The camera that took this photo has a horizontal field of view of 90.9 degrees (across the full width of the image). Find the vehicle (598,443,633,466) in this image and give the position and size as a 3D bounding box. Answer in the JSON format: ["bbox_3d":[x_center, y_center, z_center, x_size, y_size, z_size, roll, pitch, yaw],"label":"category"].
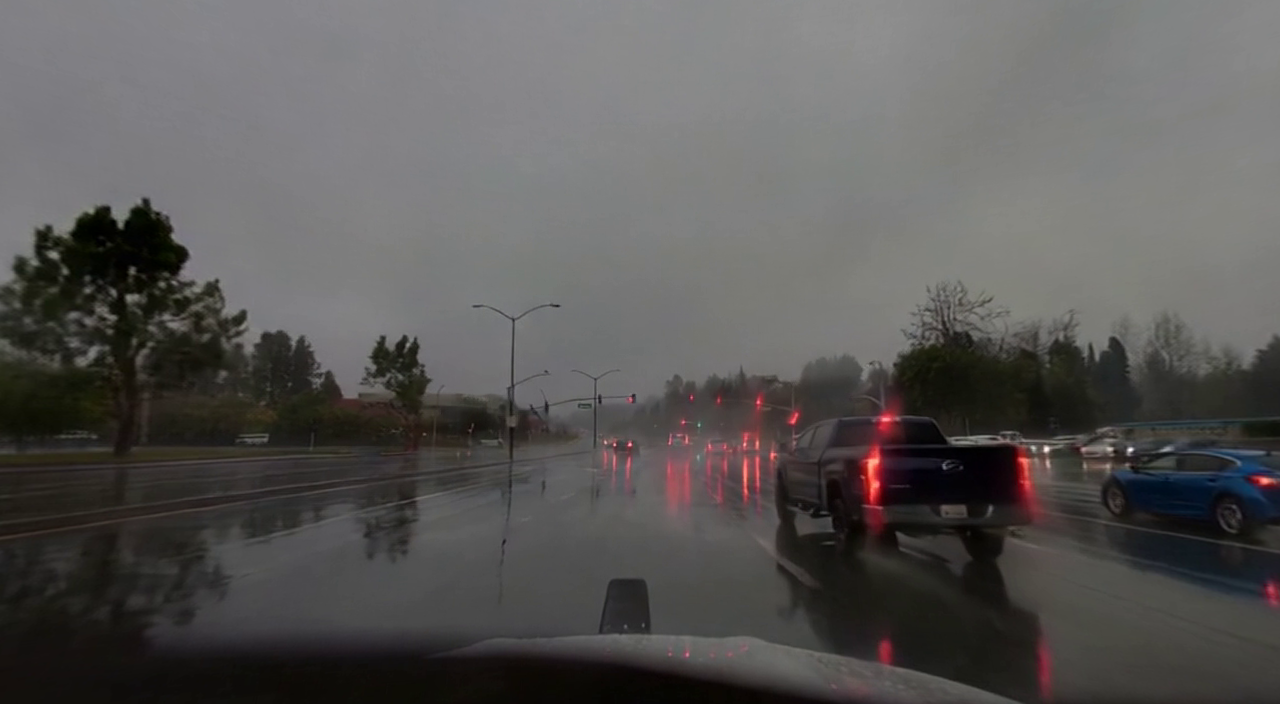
[{"bbox_3d":[-1.684,7.232,44.663,1.958,1.542,4.175,-1,-8,5],"label":"vehicle"}]

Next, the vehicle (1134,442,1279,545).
[{"bbox_3d":[10.545,2.210,9.877,1.963,1.513,4.600,1,-8,1],"label":"vehicle"}]

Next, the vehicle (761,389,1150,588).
[{"bbox_3d":[3.403,1.652,8.609,2.333,1.777,5.713,0,-8,0],"label":"vehicle"}]

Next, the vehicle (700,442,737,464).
[{"bbox_3d":[5.867,7.630,47.651,2.292,1.563,4.734,0,-8,2],"label":"vehicle"}]
